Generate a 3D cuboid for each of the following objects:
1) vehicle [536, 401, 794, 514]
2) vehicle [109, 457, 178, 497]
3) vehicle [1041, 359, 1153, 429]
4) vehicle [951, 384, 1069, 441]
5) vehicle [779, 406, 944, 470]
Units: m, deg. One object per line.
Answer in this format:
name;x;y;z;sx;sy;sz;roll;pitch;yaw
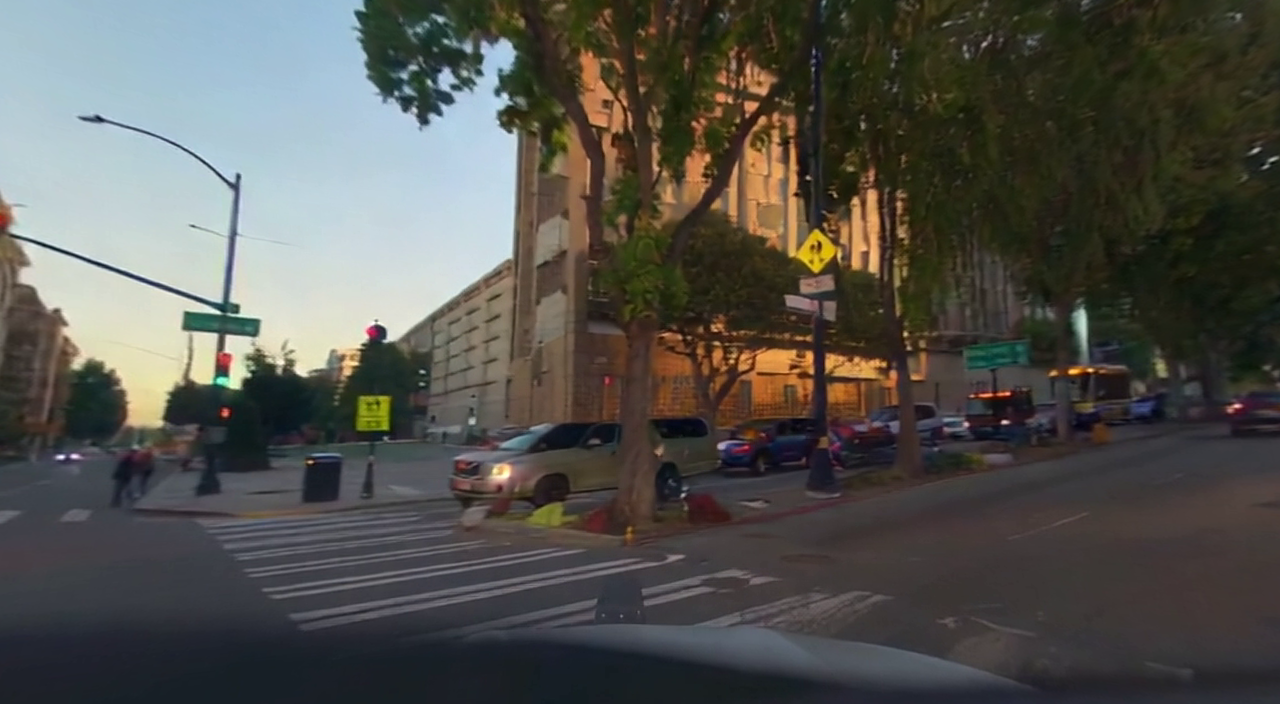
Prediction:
vehicle;0.601;2.025;12.456;4.841;1.798;2.053;6;-11;-37
vehicle;-21.050;5.260;26.821;2.037;1.489;4.077;6;-11;-37
vehicle;20.392;2.006;28.091;5.699;2.708;2.268;6;-12;-38
vehicle;13.568;2.290;23.083;4.599;1.855;1.988;6;-11;-38
vehicle;5.985;2.313;16.819;4.628;1.488;1.826;6;-11;-37
